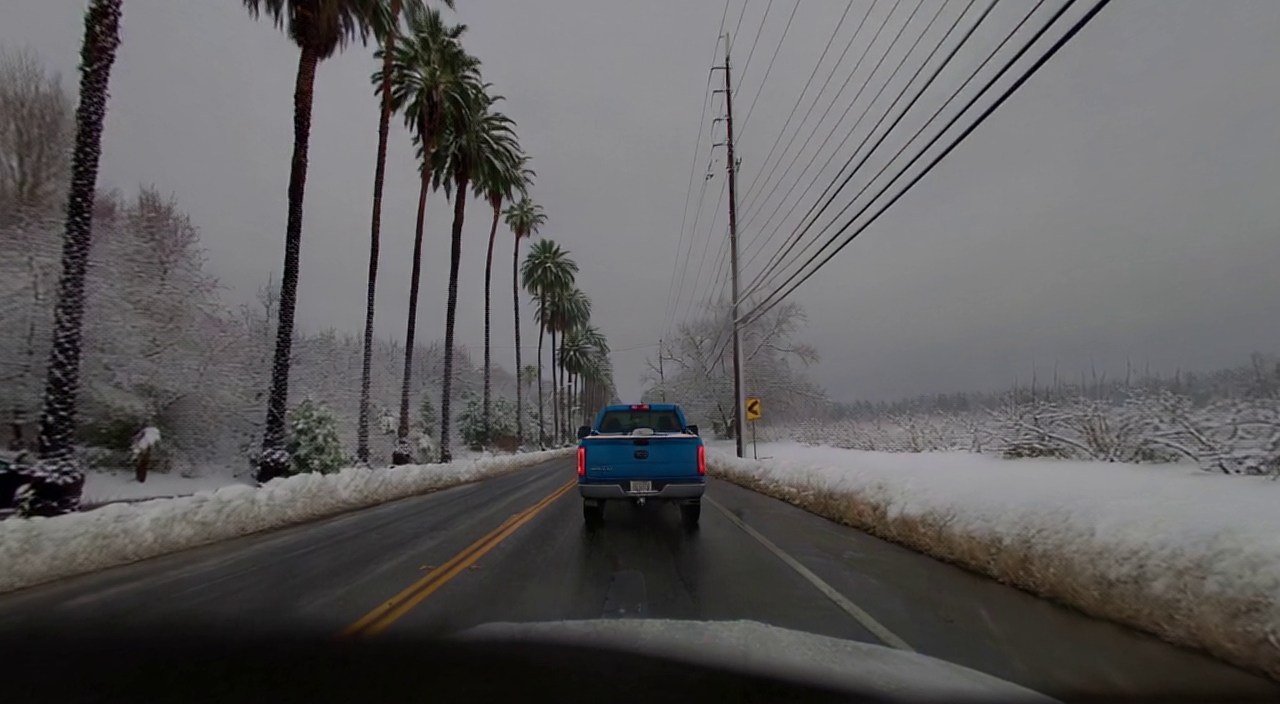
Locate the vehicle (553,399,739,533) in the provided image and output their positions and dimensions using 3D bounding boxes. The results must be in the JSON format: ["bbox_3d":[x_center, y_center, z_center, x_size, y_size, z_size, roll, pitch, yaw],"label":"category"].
[{"bbox_3d":[0.048,2.152,12.505,2.803,2.005,5.885,0,-8,-1],"label":"vehicle"}]
